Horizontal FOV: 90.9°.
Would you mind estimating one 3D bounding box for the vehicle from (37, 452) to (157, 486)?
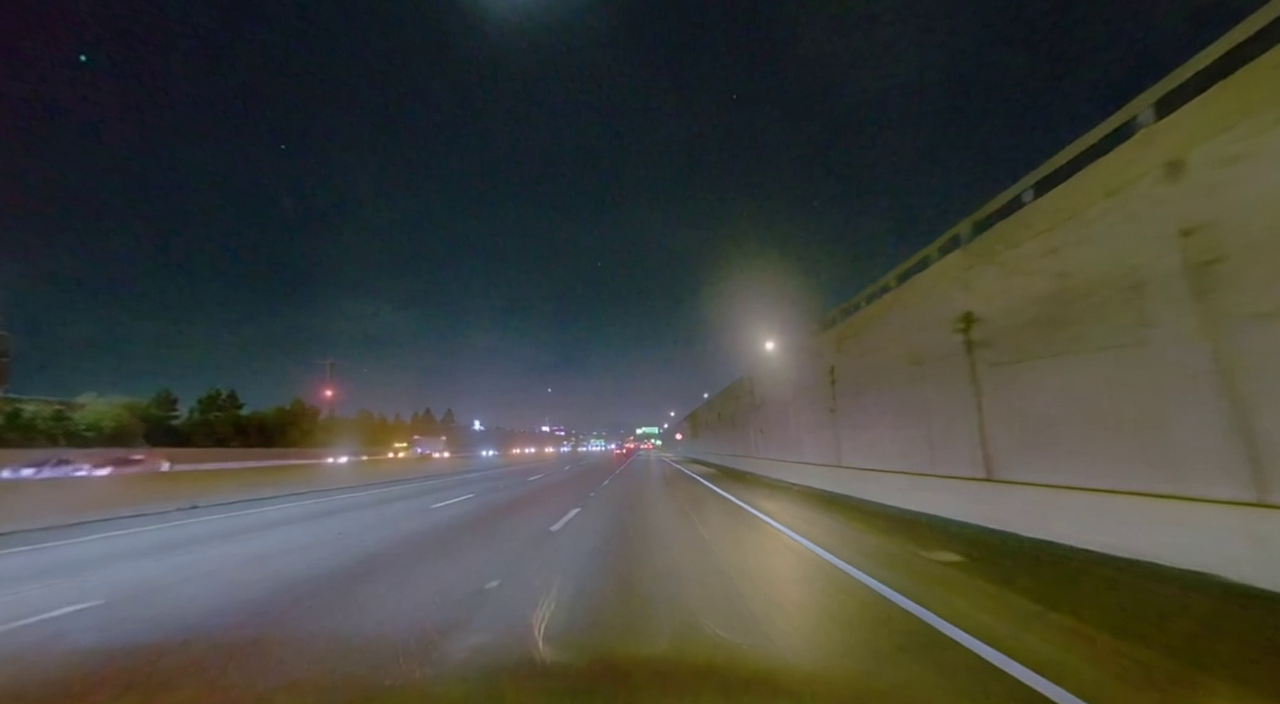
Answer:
[{"bbox_3d":[-28.136,6.039,32.929,1.893,1.522,4.847,0,-8,1],"label":"vehicle"}]
